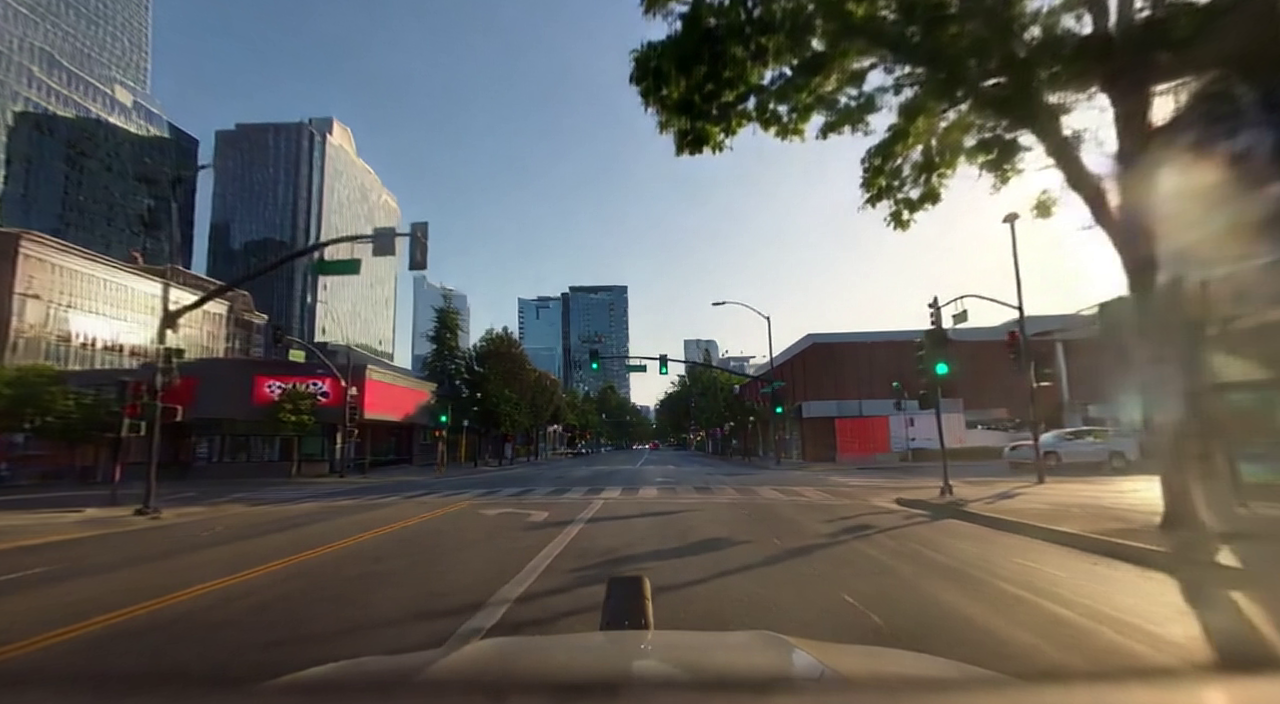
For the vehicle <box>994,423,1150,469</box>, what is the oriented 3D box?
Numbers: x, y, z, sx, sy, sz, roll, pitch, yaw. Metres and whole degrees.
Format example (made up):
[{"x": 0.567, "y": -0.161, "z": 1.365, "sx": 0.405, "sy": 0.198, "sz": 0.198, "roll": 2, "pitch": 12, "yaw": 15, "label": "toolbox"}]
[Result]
[{"x": 17.505, "y": 3.835, "z": 25.750, "sx": 4.836, "sy": 1.795, "sz": 1.957, "roll": -1, "pitch": -8, "yaw": 1, "label": "vehicle"}]
